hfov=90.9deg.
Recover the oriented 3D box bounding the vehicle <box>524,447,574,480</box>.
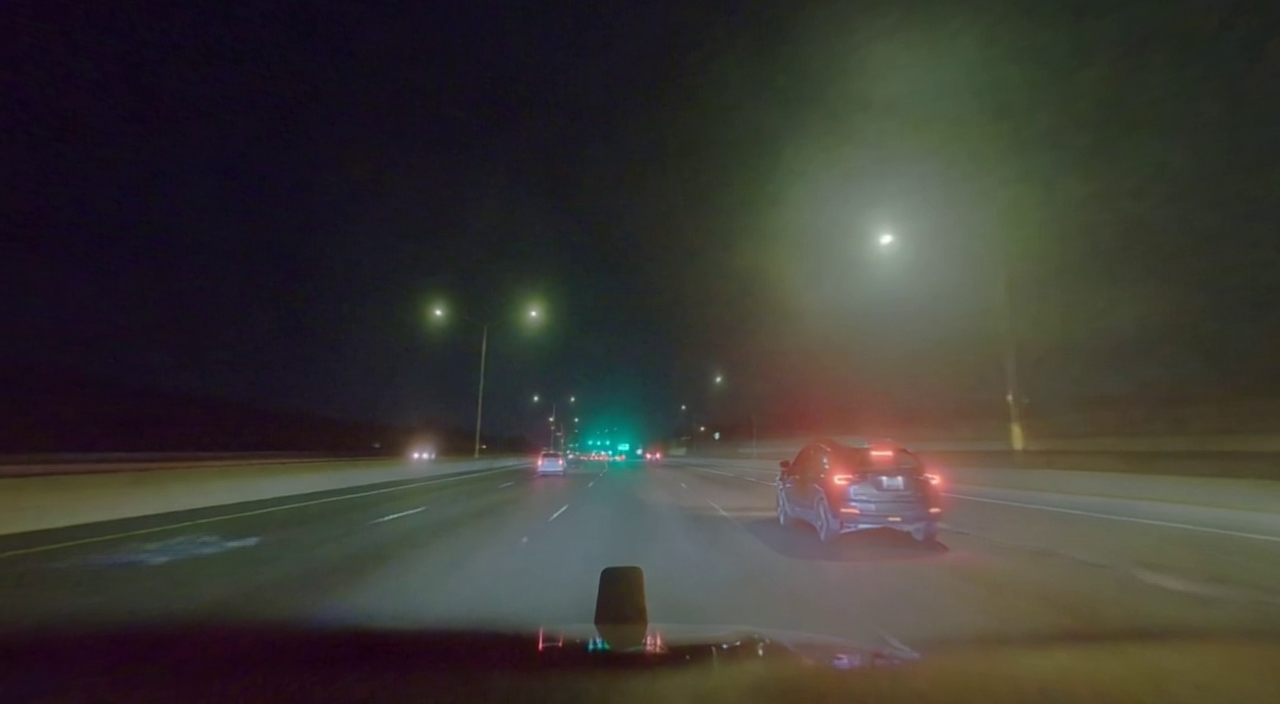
[{"bbox_3d":[-4.495,5.552,31.732,2.014,1.481,4.156,0,-8,-2],"label":"vehicle"}]
